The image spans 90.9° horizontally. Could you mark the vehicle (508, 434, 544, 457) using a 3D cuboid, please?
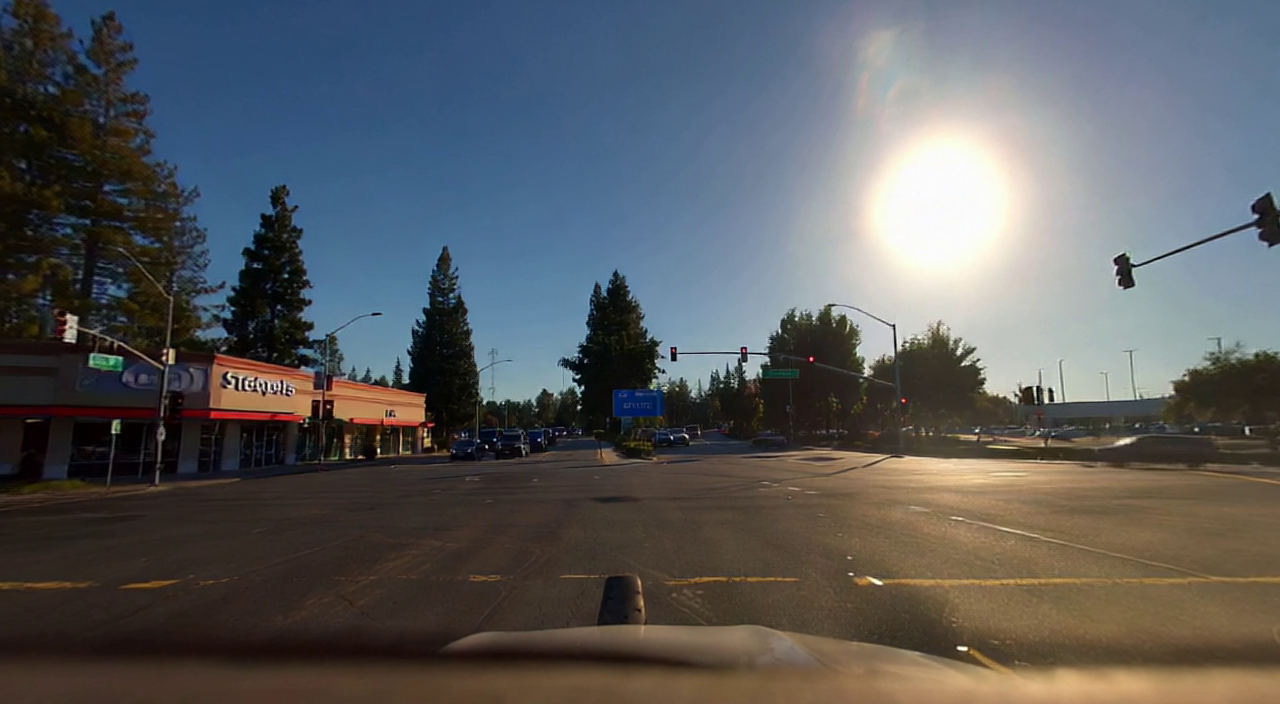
[{"bbox_3d":[-8.072,6.663,45.087,1.920,1.546,4.086,0,-9,-1],"label":"vehicle"}]

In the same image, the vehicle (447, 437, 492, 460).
[{"bbox_3d":[-11.794,6.688,43.893,2.111,1.499,4.371,0,-9,-3],"label":"vehicle"}]

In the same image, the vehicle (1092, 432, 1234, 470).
[{"bbox_3d":[24.420,4.641,29.683,4.667,1.664,1.936,-4,-9,23],"label":"vehicle"}]
